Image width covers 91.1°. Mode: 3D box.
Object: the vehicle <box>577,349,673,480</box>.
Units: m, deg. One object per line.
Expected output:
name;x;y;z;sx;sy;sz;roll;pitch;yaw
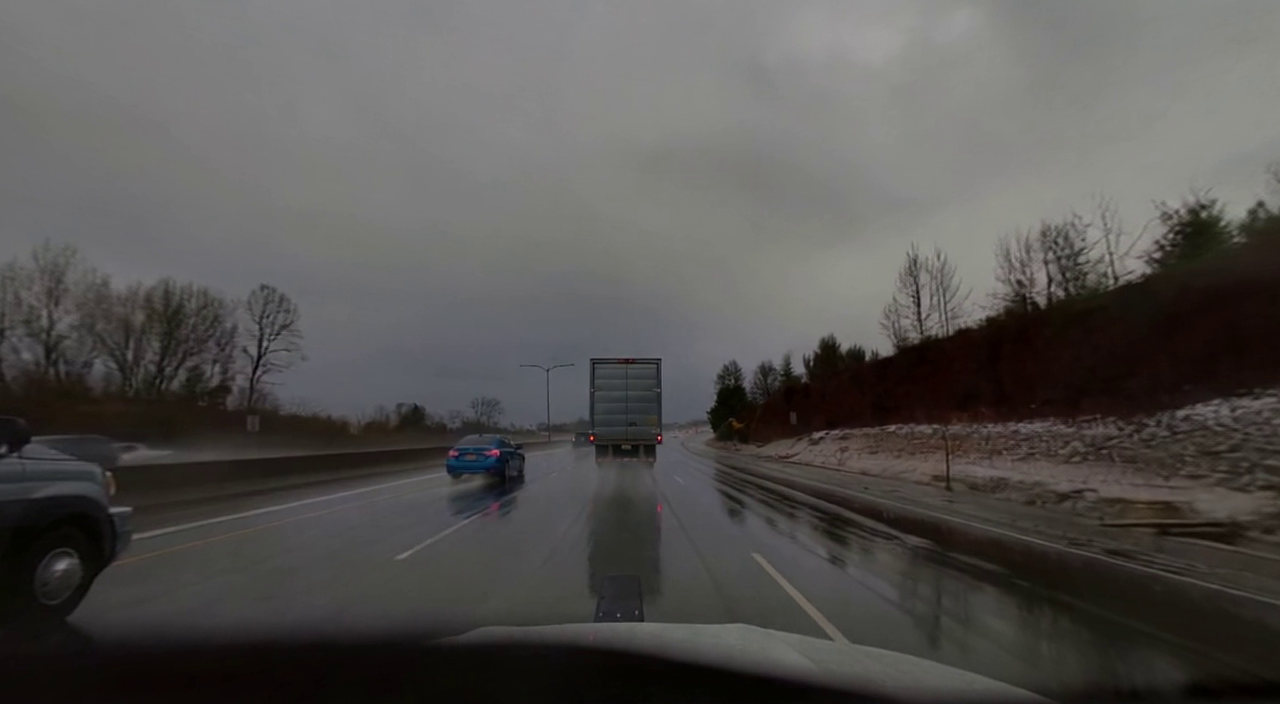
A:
vehicle;-0.508;2.588;24.520;2.953;4.041;10.072;0;-8;-1

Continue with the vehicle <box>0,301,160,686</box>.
vehicle;-4.382;0.534;1.768;2.168;1.985;4.952;0;-8;-1

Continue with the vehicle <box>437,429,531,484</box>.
vehicle;-4.845;3.298;20.248;1.931;1.539;4.441;0;-8;-1
